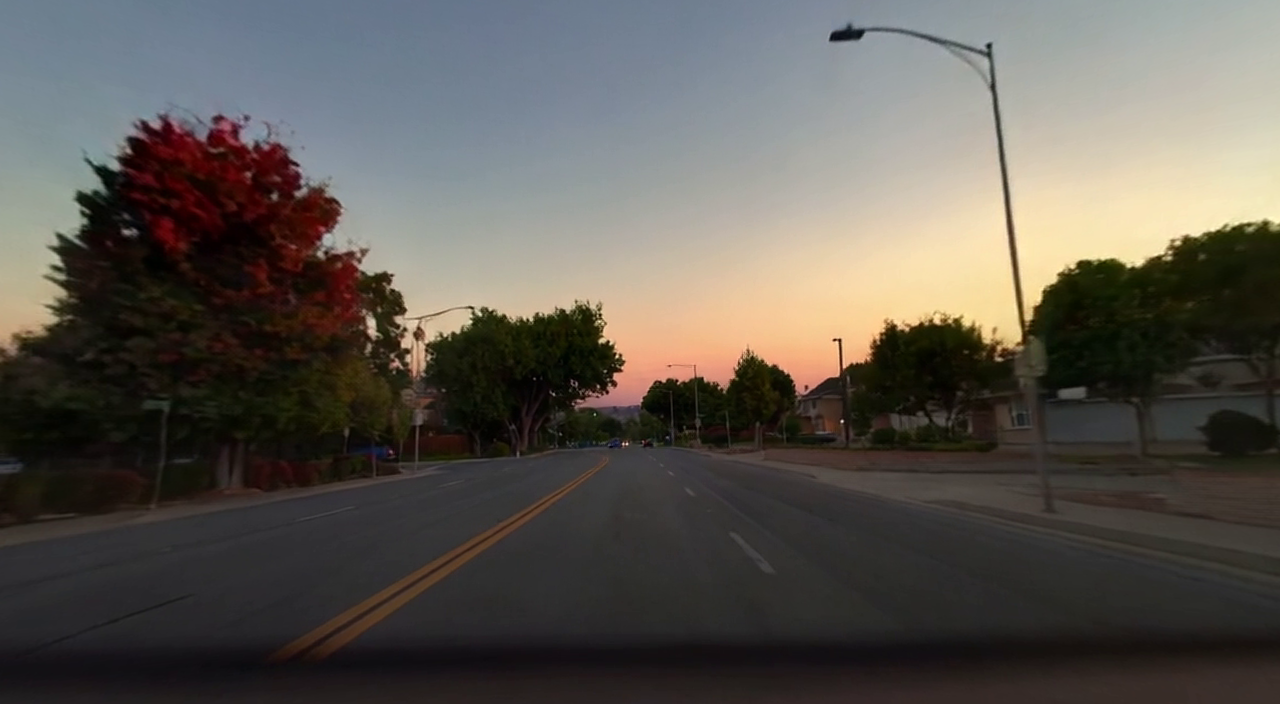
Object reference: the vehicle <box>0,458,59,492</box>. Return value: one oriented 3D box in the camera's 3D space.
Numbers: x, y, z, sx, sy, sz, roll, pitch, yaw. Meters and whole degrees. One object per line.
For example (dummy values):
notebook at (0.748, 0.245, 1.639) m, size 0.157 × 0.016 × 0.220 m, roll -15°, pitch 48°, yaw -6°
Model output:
vehicle at (-28.002, 5.477, 28.276) m, size 3.738 × 1.379 × 1.627 m, roll -5°, pitch -10°, yaw 28°

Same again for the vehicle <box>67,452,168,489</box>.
vehicle at (-23.649, 5.302, 28.554) m, size 4.791 × 1.421 × 1.985 m, roll -4°, pitch -9°, yaw 32°
